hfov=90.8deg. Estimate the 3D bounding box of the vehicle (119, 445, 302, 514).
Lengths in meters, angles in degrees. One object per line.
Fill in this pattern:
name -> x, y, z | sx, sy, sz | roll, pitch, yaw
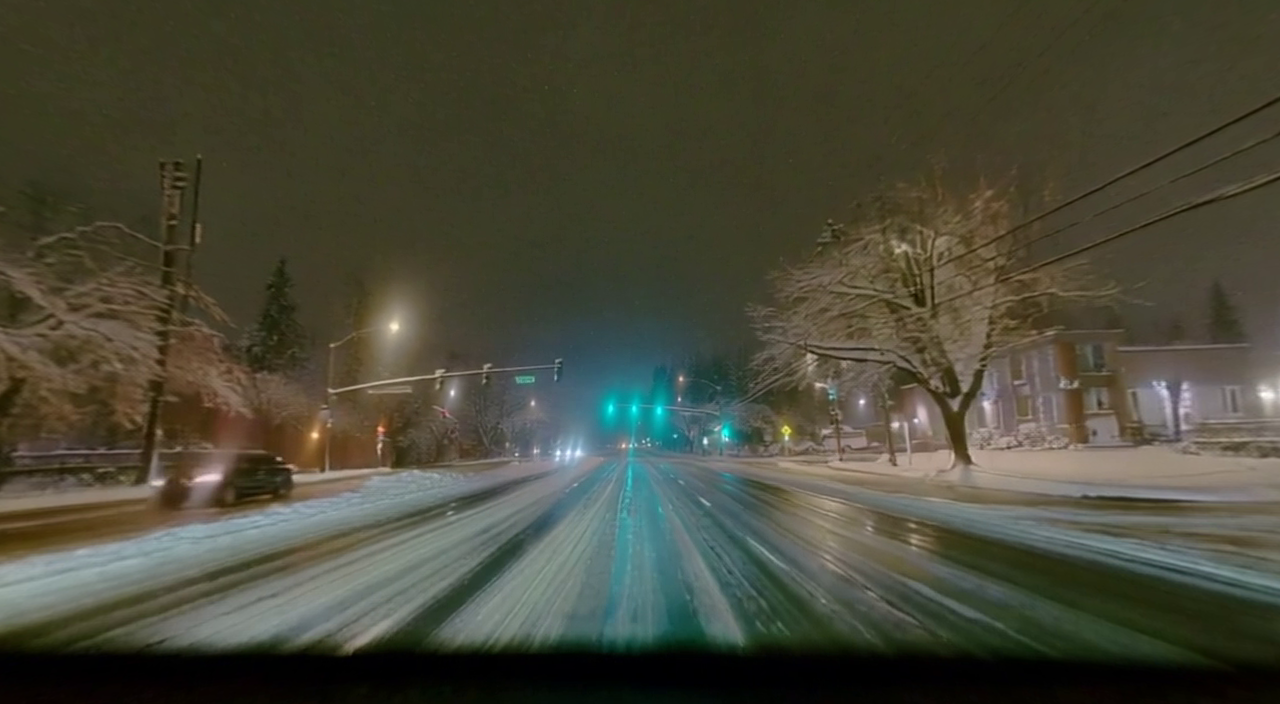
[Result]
vehicle -> -12.049, 3.556, 18.205 | 2.033, 1.693, 4.551 | 0, -9, 0
